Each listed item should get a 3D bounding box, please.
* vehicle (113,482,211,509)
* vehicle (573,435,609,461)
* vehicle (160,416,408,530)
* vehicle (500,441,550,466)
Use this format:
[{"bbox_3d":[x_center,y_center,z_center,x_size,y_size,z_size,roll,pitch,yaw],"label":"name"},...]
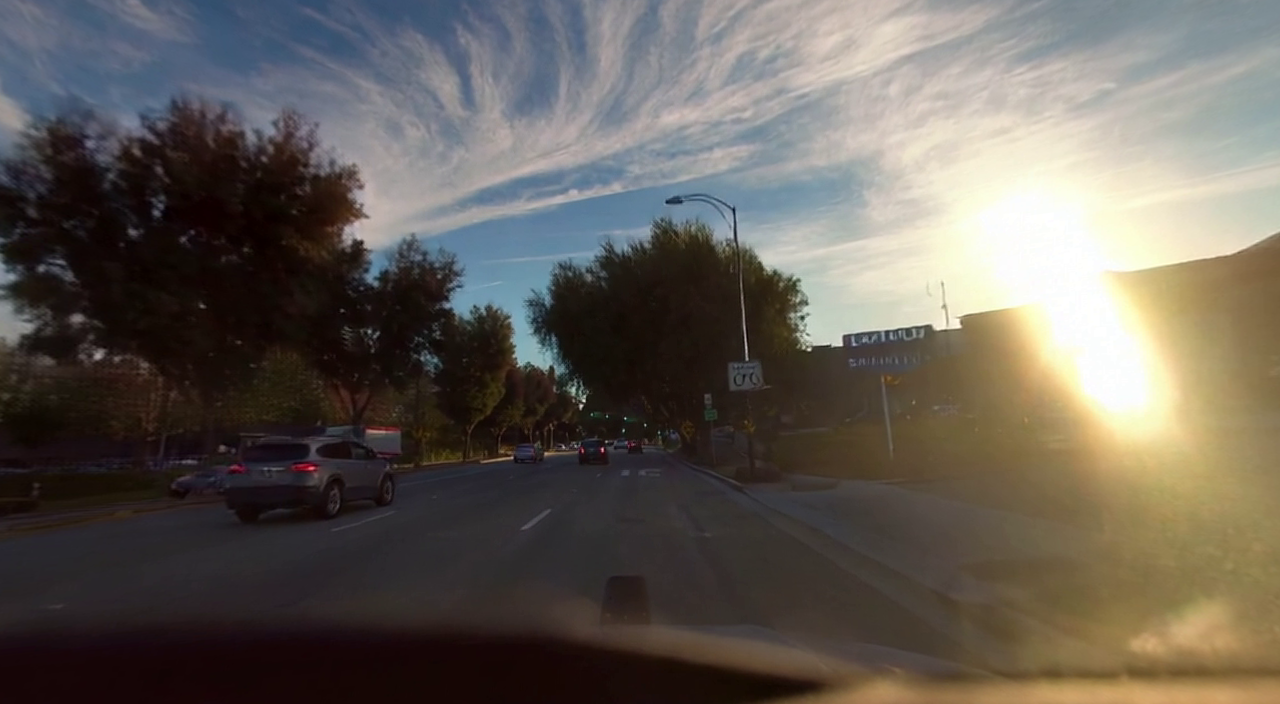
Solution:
[{"bbox_3d":[-18.352,5.521,24.383,0.944,0.724,3.568,1,-9,2],"label":"vehicle"},{"bbox_3d":[-3.220,6.429,42.249,2.100,1.661,3.837,0,-8,1],"label":"vehicle"},{"bbox_3d":[-6.730,2.342,12.779,2.137,1.835,4.844,0,-8,0],"label":"vehicle"},{"bbox_3d":[-6.844,6.096,37.943,2.072,1.427,4.328,0,-8,1],"label":"vehicle"}]
